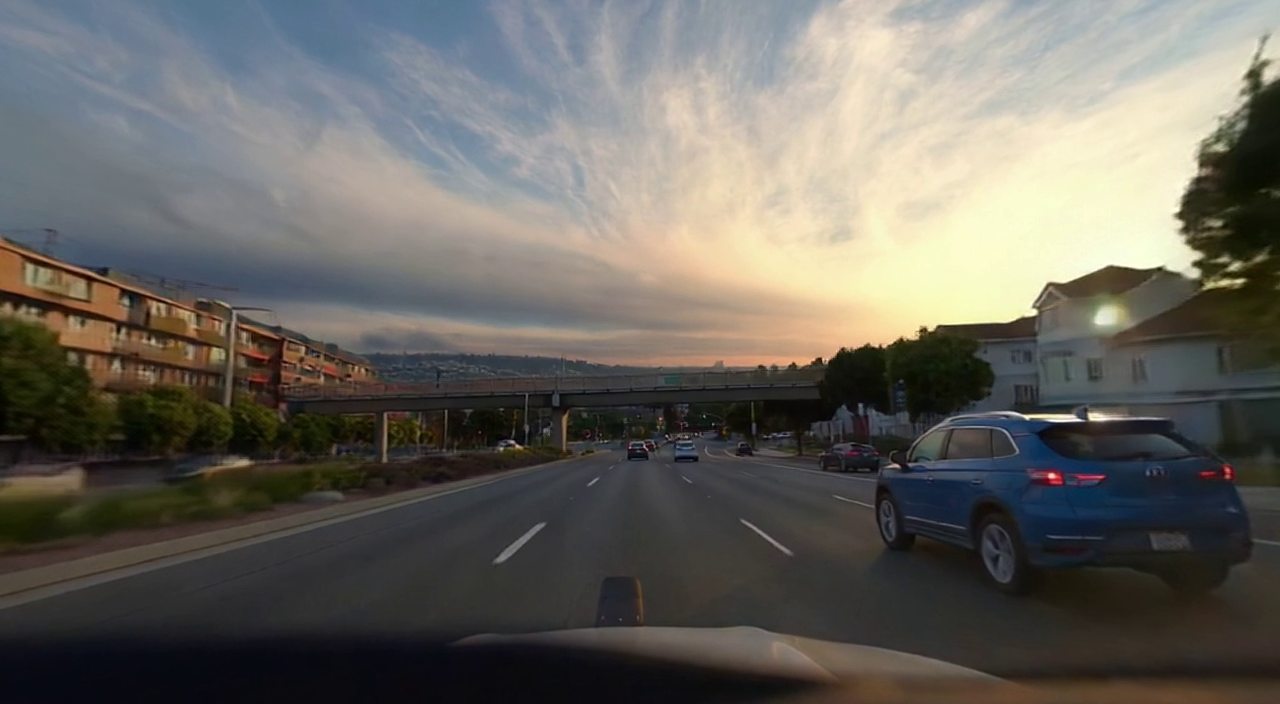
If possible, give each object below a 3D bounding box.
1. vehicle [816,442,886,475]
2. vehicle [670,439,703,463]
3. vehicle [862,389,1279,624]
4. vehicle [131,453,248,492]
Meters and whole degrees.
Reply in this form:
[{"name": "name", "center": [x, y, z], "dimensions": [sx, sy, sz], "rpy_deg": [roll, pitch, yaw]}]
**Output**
[{"name": "vehicle", "center": [10.168, 5.130, 30.733], "dimensions": [1.888, 1.468, 4.175], "rpy_deg": [0, -8, -1]}, {"name": "vehicle", "center": [3.458, 7.465, 47.621], "dimensions": [2.165, 1.708, 3.928], "rpy_deg": [0, -8, 0]}, {"name": "vehicle", "center": [4.399, 1.494, 7.109], "dimensions": [2.130, 1.741, 4.665], "rpy_deg": [0, -8, 1]}, {"name": "vehicle", "center": [-18.768, 5.012, 26.606], "dimensions": [1.883, 1.409, 4.366], "rpy_deg": [-1, -9, -3]}]
